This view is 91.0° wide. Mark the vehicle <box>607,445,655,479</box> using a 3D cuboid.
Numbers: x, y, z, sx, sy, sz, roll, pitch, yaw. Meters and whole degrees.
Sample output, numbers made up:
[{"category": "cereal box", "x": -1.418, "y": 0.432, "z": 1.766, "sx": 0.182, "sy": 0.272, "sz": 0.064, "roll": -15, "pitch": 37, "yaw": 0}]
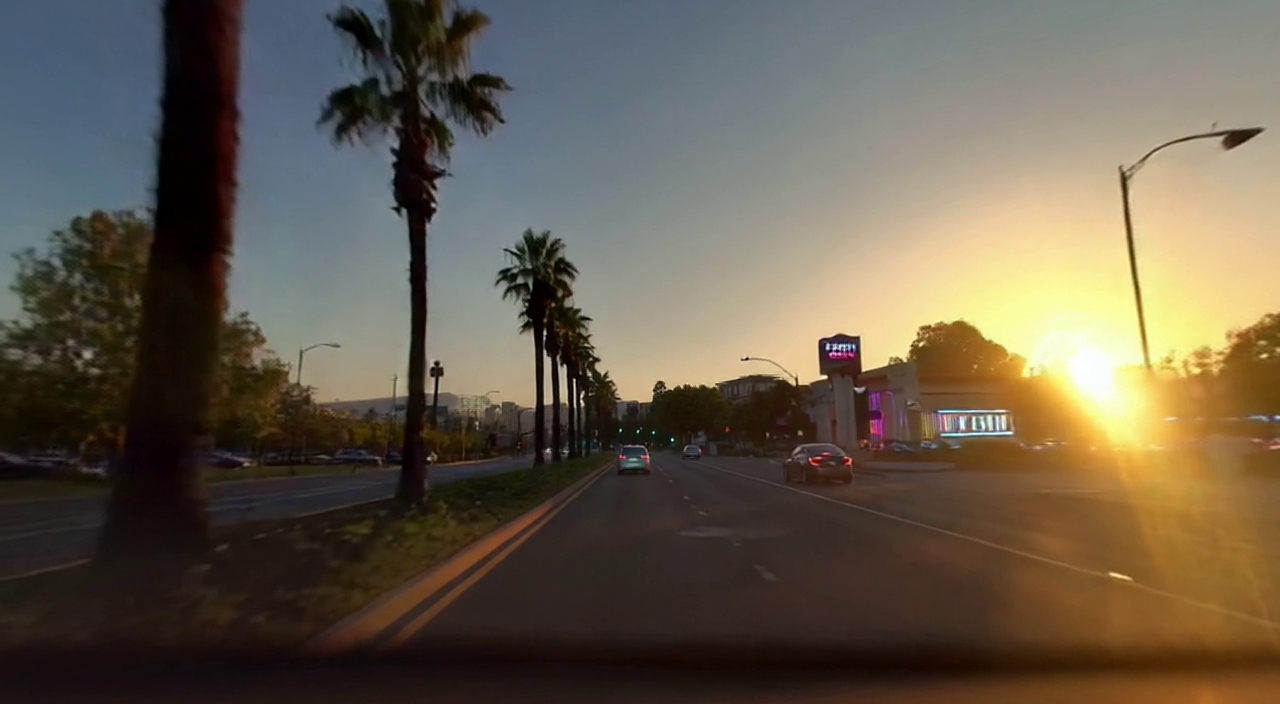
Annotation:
[{"category": "vehicle", "x": -0.373, "y": 4.775, "z": 27.605, "sx": 1.970, "sy": 1.402, "sz": 3.756, "roll": 0, "pitch": -8, "yaw": 0}]

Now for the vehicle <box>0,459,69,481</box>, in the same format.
[{"category": "vehicle", "x": -45.532, "y": 8.756, "z": 46.847, "sx": 4.103, "sy": 1.568, "sz": 1.869, "roll": 0, "pitch": -8, "yaw": -1}]

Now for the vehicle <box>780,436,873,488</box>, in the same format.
[{"category": "vehicle", "x": 6.430, "y": 3.833, "z": 22.202, "sx": 1.949, "sy": 1.647, "sz": 3.894, "roll": 0, "pitch": -8, "yaw": -2}]

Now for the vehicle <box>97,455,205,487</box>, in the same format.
[{"category": "vehicle", "x": -24.408, "y": 5.921, "z": 31.507, "sx": 3.898, "sy": 1.459, "sz": 1.680, "roll": 1, "pitch": -8, "yaw": -2}]
